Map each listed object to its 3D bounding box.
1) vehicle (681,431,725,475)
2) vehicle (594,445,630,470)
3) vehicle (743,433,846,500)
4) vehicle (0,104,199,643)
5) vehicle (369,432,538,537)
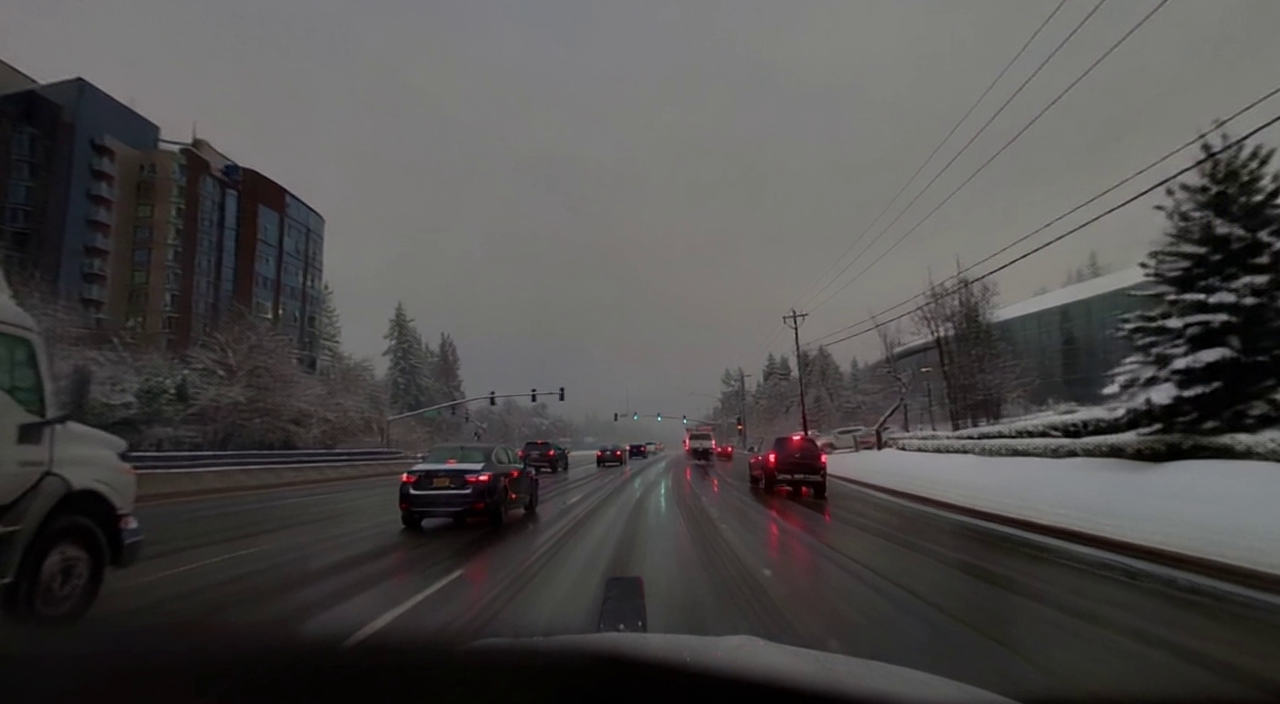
[{"bbox_3d":[3.784,6.024,37.723,2.457,2.440,5.486,-1,-9,6],"label":"vehicle"},{"bbox_3d":[-1.821,7.084,42.508,1.984,1.567,4.311,0,-9,4],"label":"vehicle"},{"bbox_3d":[4.847,3.663,20.471,2.283,1.923,4.427,0,-9,1],"label":"vehicle"},{"bbox_3d":[-6.486,0.148,4.682,3.239,4.055,3.881,0,-9,1],"label":"vehicle"},{"bbox_3d":[-3.268,2.383,11.856,1.934,1.643,3.718,0,-9,2],"label":"vehicle"}]
